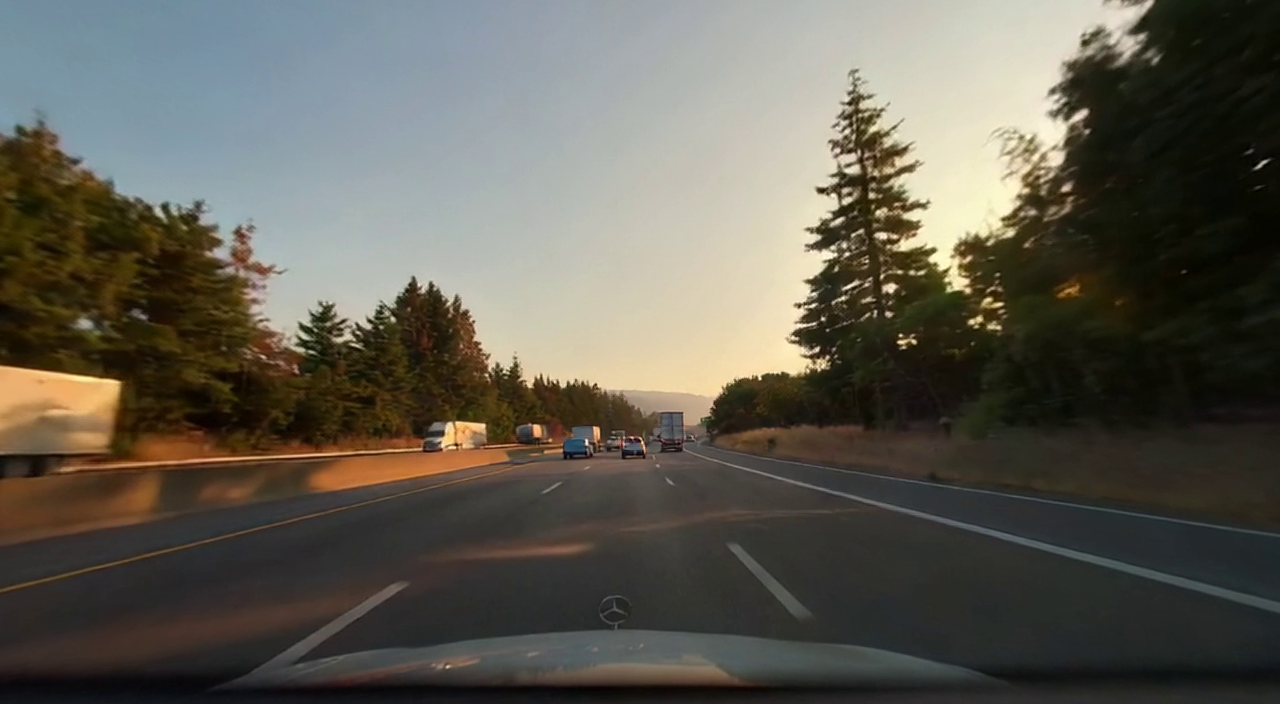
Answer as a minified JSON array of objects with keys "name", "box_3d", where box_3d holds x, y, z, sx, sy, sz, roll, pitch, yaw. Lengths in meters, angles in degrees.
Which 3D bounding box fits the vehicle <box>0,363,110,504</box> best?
[{"name":"vehicle","box_3d":[-20.238,1.896,14.980,2.960,4.073,14.112,0,-8,0]}]

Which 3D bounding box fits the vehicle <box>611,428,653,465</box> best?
[{"name":"vehicle","box_3d":[-0.467,5.398,35.952,2.211,1.933,4.315,0,-8,-1]}]

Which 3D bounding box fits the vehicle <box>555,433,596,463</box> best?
[{"name":"vehicle","box_3d":[-3.990,6.081,39.802,2.047,1.757,4.183,-1,-8,1]}]
